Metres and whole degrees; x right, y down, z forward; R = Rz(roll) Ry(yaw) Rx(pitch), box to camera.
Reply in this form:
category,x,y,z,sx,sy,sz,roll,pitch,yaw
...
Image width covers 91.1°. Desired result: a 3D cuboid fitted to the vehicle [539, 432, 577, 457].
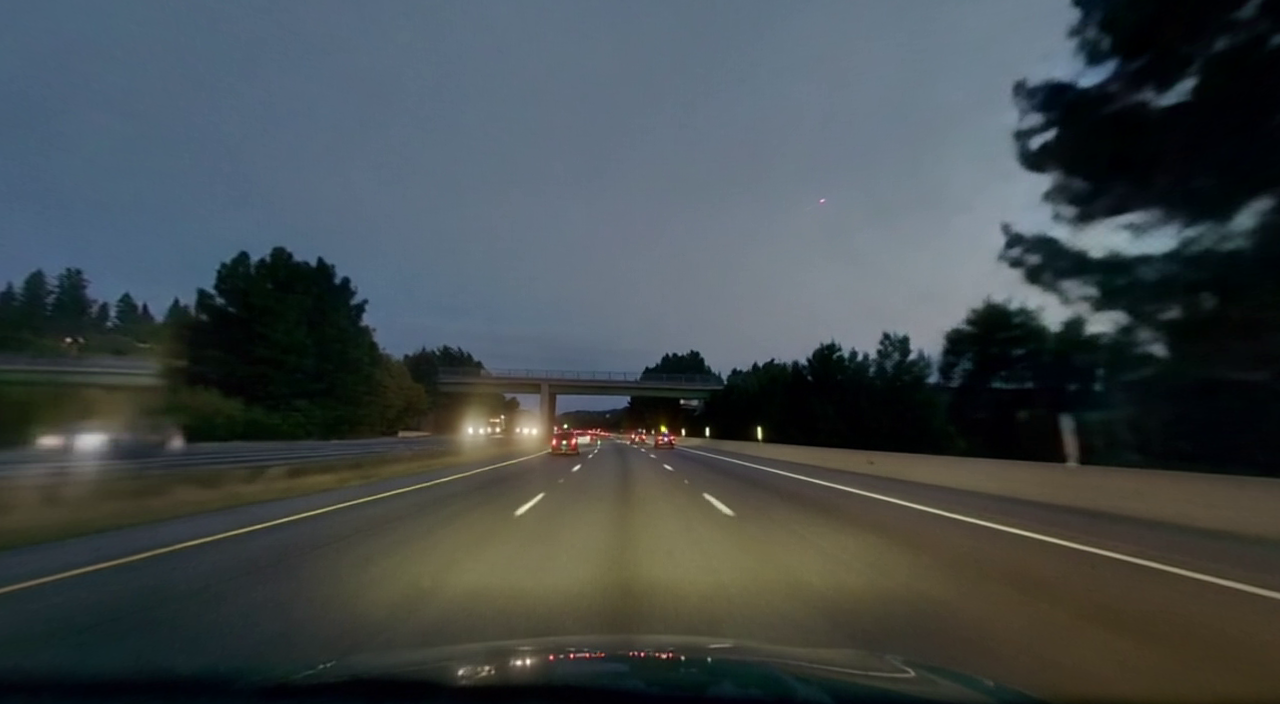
category,x,y,z,sx,sy,sz,roll,pitch,yaw
vehicle,-4.941,5.629,38.380,1.966,1.460,3.519,0,-8,-2
